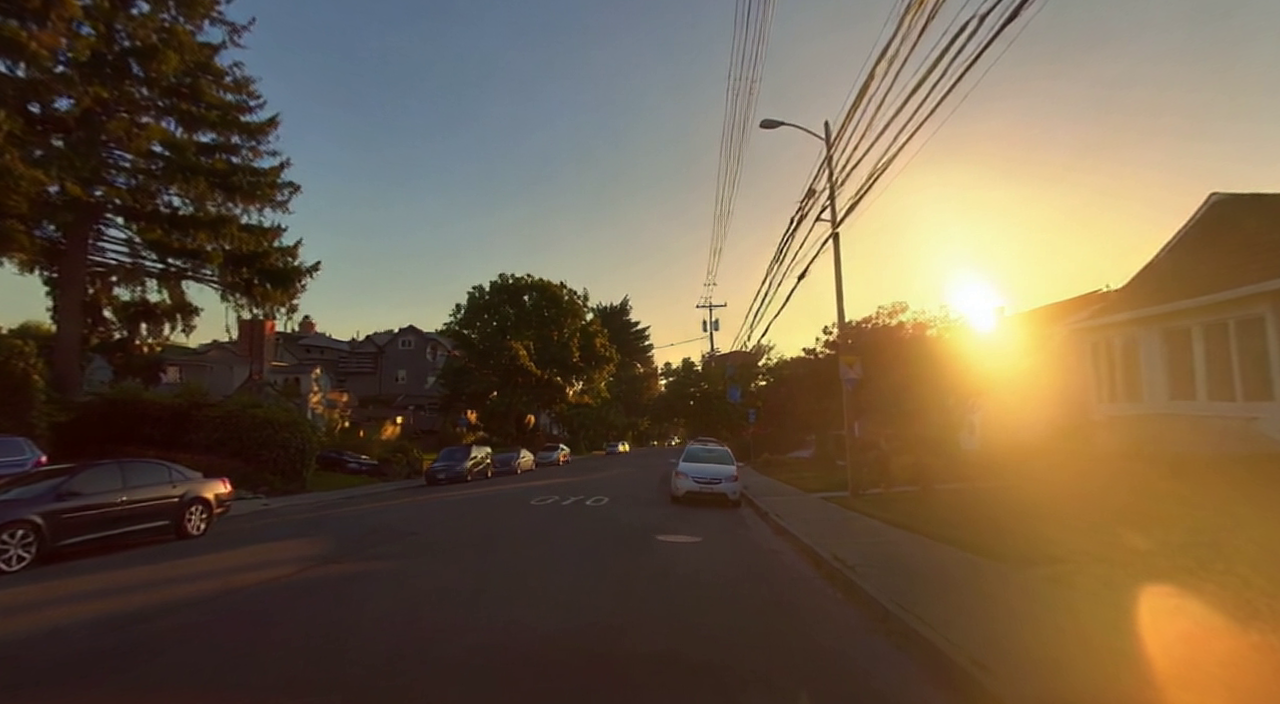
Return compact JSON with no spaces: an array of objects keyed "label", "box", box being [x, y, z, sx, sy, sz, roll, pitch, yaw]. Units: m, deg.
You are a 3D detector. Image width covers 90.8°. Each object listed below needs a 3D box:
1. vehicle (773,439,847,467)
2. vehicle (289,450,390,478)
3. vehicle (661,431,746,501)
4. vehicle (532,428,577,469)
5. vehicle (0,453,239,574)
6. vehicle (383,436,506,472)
[{"label":"vehicle","box":[10.407,6.192,38.869,4.075,1.674,1.811,-1,-9,5]},{"label":"vehicle","box":[-15.981,5.980,33.726,4.481,1.420,1.712,0,-9,0]},{"label":"vehicle","box":[1.593,2.837,16.031,1.908,1.572,3.105,-1,-9,6]},{"label":"vehicle","box":[-6.354,7.290,47.760,2.199,2.902,5.848,-1,-9,4]},{"label":"vehicle","box":[-8.760,2.300,9.692,1.968,1.449,4.502,-1,-9,5]},{"label":"vehicle","box":[-11.536,6.058,37.577,6.488,2.009,2.354,-1,-9,4]}]
